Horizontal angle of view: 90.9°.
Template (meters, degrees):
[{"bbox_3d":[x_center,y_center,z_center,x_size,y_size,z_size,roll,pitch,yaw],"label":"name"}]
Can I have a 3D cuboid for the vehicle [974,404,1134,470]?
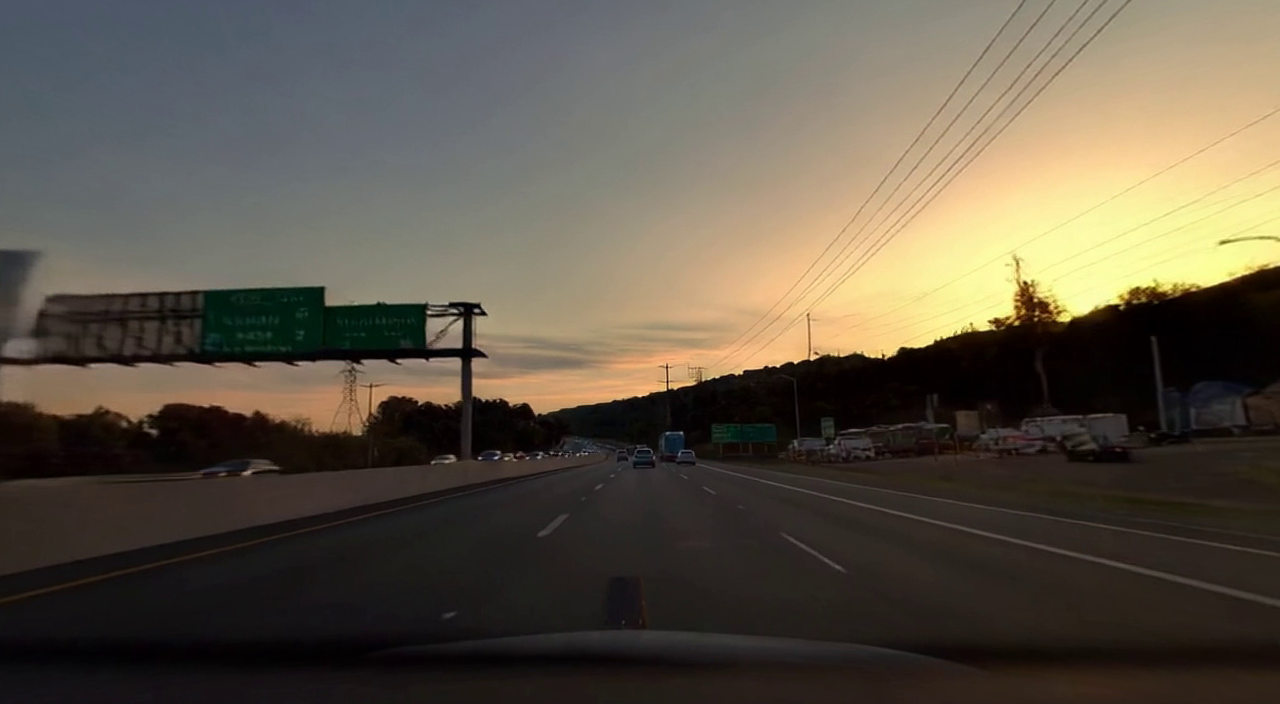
[{"bbox_3d":[31.801,6.853,49.779,3.055,4.465,14.288,0,-9,1],"label":"vehicle"}]

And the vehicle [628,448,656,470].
[{"bbox_3d":[0.137,8.216,48.666,2.111,1.599,3.859,0,-9,0],"label":"vehicle"}]
